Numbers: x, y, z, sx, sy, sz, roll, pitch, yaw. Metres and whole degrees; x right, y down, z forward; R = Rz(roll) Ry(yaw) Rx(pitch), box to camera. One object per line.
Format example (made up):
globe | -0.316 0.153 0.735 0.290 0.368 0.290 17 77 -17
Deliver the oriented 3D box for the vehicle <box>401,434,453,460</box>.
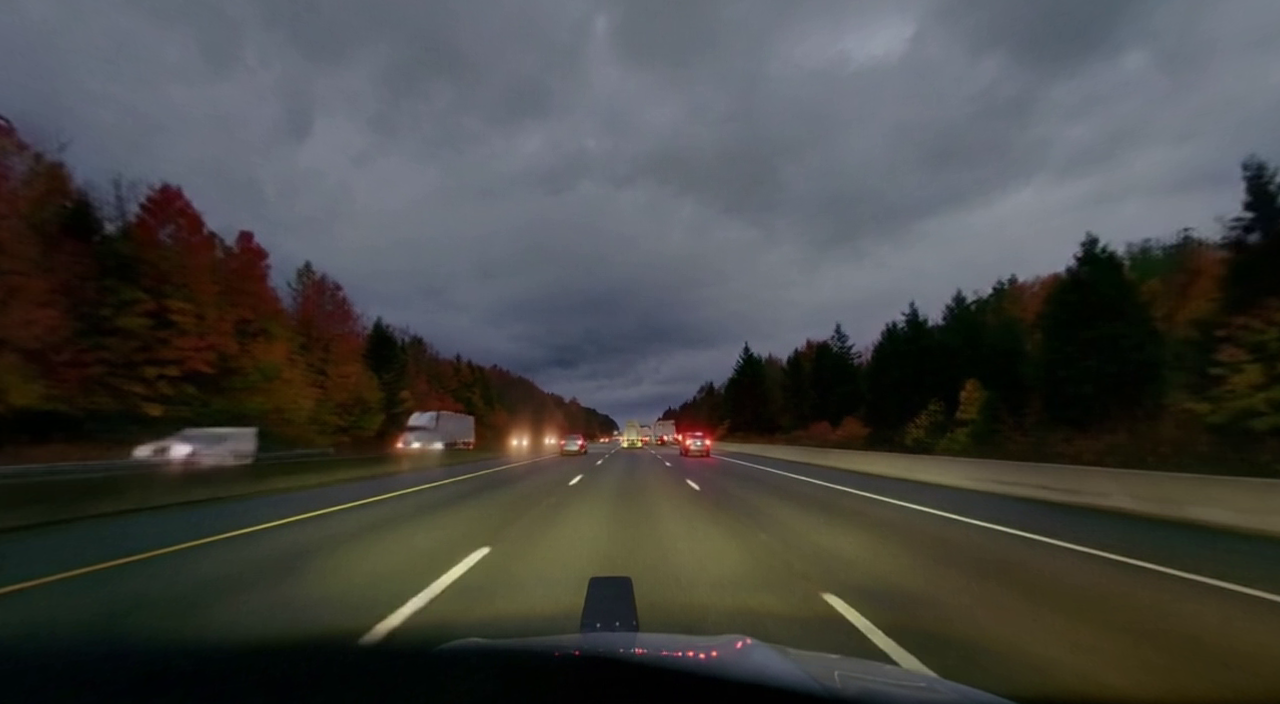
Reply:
vehicle | -13.099 5.838 38.950 1.824 1.492 3.954 0 -8 0

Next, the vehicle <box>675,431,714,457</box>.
vehicle | 3.312 5.685 38.815 1.882 1.492 3.958 0 -8 -2

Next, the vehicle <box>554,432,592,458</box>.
vehicle | -4.146 5.840 39.536 2.027 1.501 3.920 0 -8 -1

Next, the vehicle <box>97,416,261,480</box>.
vehicle | -19.401 4.064 27.033 2.309 2.387 6.225 0 -8 0

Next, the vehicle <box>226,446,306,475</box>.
vehicle | -19.230 5.574 32.514 1.861 1.335 3.578 0 -8 1
